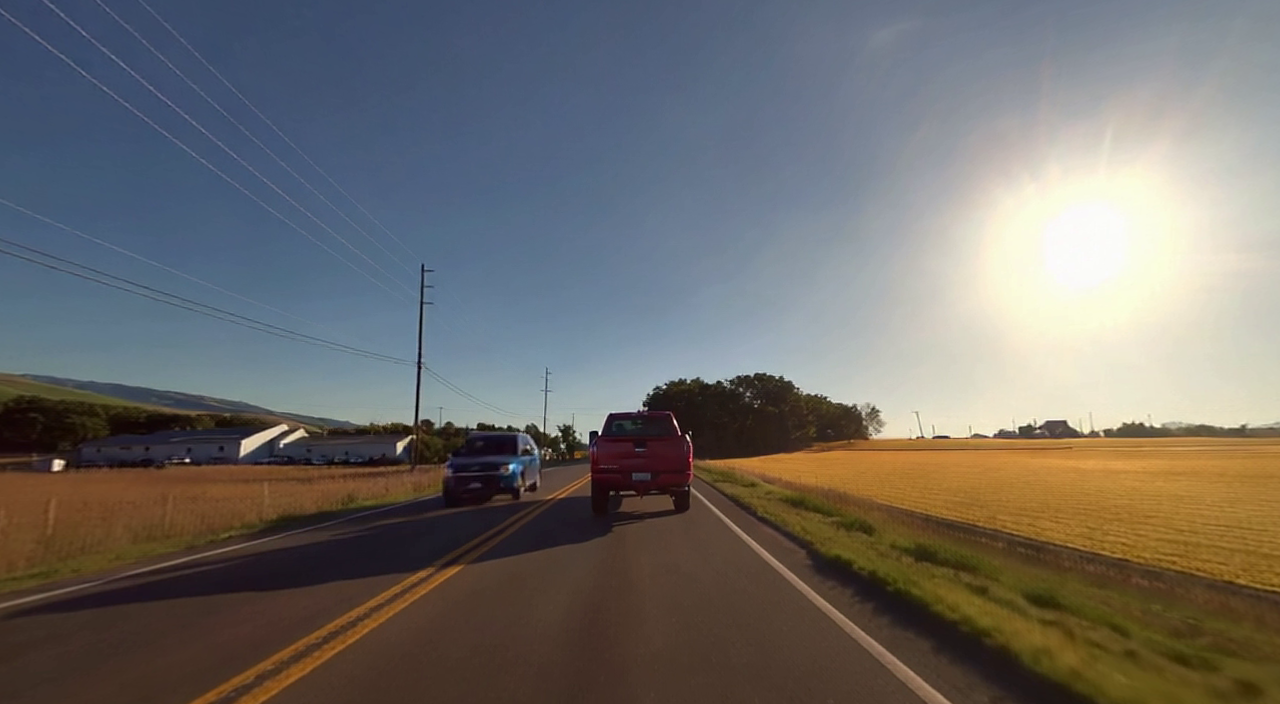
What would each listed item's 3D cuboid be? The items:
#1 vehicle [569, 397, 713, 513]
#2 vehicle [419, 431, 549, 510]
[{"bbox_3d":[-0.052,2.627,16.534,2.912,2.320,7.292,0,-8,-1],"label":"vehicle"},{"bbox_3d":[-3.825,3.003,16.473,2.122,1.729,4.783,0,-8,1],"label":"vehicle"}]
